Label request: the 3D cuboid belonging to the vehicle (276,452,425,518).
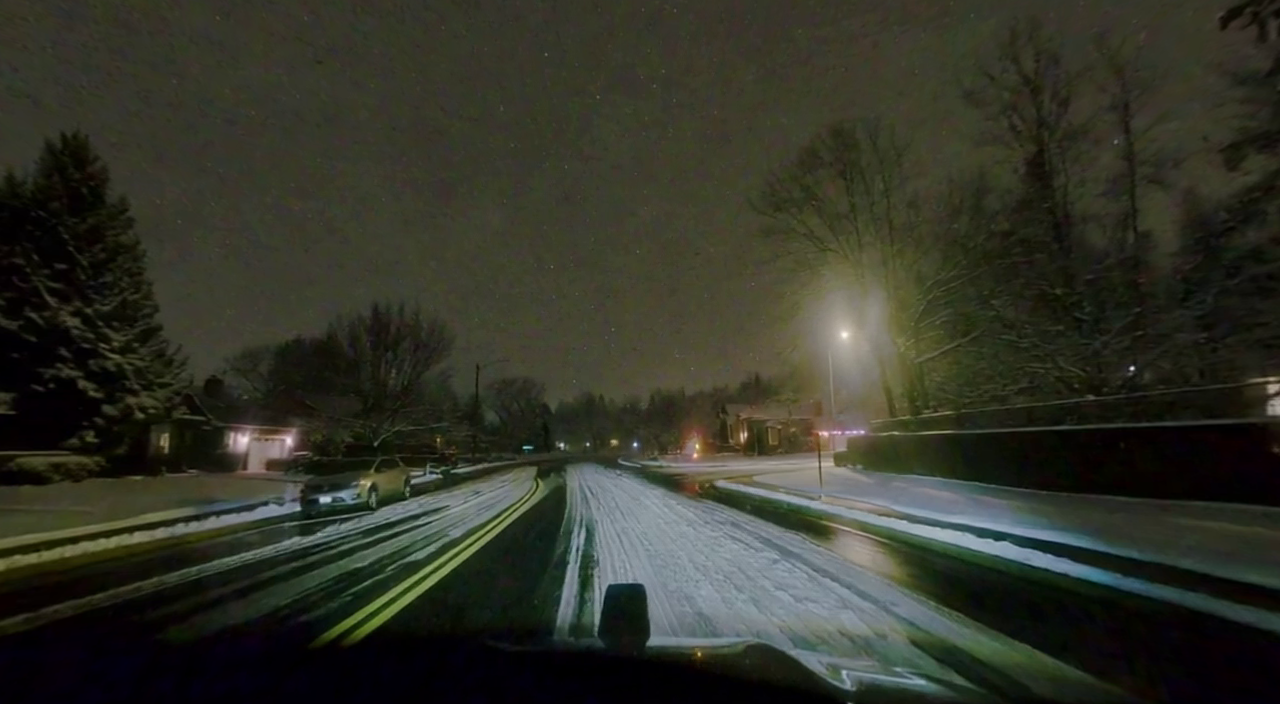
[{"bbox_3d":[-7.701,3.546,17.488,2.069,1.487,5.470,0,-9,-6],"label":"vehicle"}]
